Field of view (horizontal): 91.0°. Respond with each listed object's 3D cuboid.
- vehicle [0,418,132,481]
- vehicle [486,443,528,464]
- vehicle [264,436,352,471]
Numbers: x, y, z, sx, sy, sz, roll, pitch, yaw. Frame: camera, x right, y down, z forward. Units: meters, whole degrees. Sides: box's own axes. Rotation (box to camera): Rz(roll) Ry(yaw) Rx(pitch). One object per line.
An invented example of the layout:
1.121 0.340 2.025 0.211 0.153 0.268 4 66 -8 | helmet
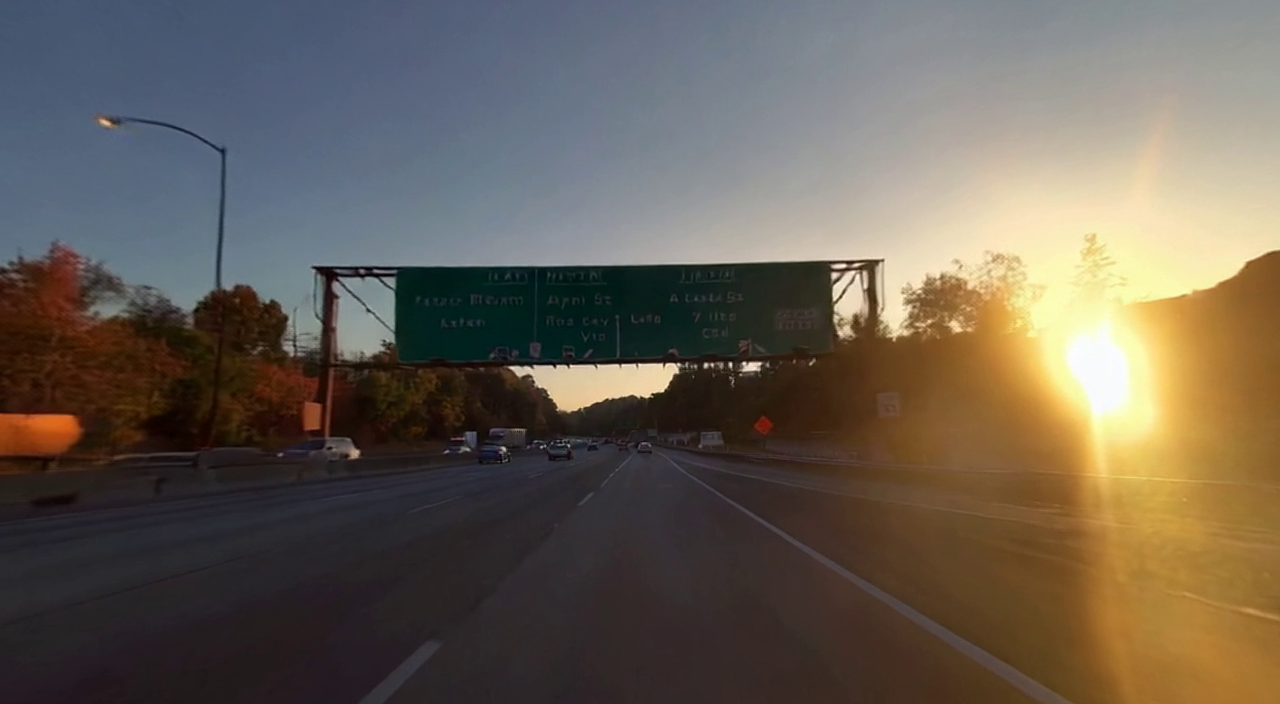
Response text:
-30.221 4.901 31.724 2.768 2.789 7.712 0 -9 0 | vehicle
-9.952 7.649 47.498 2.122 1.511 4.576 0 -9 0 | vehicle
-18.837 5.769 36.077 2.098 1.845 5.358 0 -9 1 | vehicle
